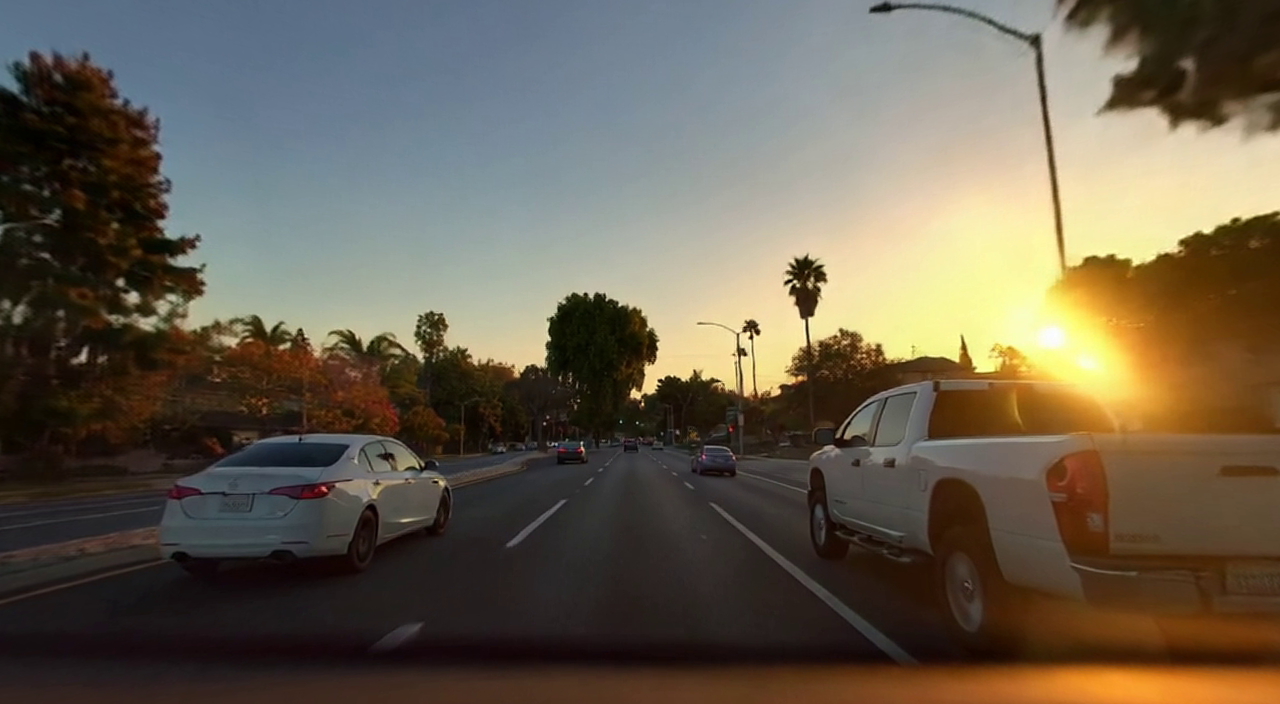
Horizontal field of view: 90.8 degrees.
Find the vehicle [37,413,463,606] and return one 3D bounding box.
[{"bbox_3d":[-3.682,1.558,7.180,2.094,1.509,4.286,0,-8,0],"label":"vehicle"}]

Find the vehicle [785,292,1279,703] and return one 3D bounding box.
[{"bbox_3d":[3.269,1.132,5.771,2.478,2.030,5.723,0,-8,0],"label":"vehicle"}]

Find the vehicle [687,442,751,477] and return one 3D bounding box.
[{"bbox_3d":[3.436,4.793,28.519,2.149,1.421,4.805,0,-8,-2],"label":"vehicle"}]

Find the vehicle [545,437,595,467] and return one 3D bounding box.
[{"bbox_3d":[-3.827,5.595,35.341,2.263,1.548,4.555,0,-8,0],"label":"vehicle"}]
